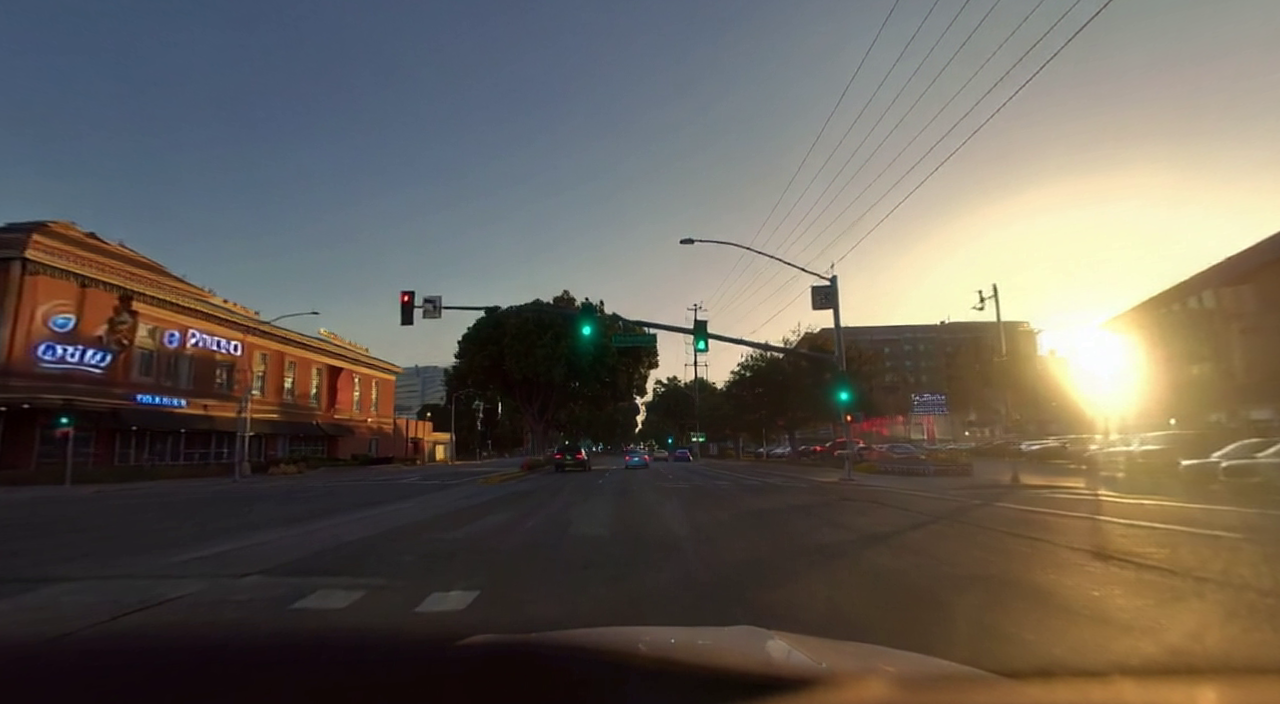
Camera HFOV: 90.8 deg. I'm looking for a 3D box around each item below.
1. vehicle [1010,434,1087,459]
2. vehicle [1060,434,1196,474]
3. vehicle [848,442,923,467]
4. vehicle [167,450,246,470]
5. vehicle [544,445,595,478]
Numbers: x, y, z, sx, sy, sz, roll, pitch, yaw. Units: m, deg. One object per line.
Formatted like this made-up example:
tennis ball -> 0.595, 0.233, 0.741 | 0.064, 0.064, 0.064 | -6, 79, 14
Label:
vehicle -> 29.600, 6.939, 45.982 | 2.053, 1.559, 5.138 | -2, -10, -2
vehicle -> 20.825, 4.370, 27.297 | 1.967, 1.540, 4.966 | 0, -9, 1
vehicle -> 16.122, 6.701, 41.372 | 4.673, 1.555, 2.010 | 5, -10, -30
vehicle -> -33.668, 8.400, 49.151 | 4.544, 1.515, 2.218 | -1, -9, 3
vehicle -> -3.580, 5.681, 33.009 | 2.035, 1.564, 4.702 | 0, -9, 1
